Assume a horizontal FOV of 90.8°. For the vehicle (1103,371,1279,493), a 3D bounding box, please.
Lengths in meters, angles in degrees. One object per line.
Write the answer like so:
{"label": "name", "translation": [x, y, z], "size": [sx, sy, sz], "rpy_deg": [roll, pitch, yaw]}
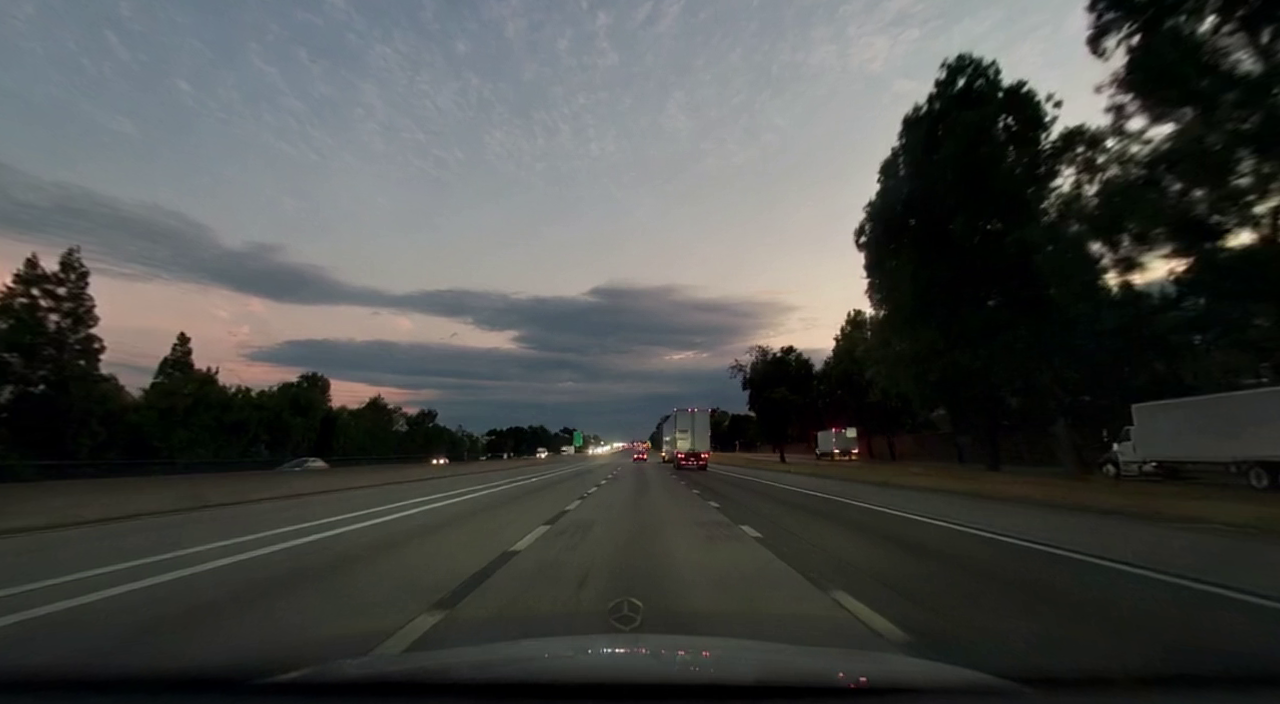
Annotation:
{"label": "vehicle", "translation": [21.040, 2.796, 21.469], "size": [2.926, 3.647, 10.810], "rpy_deg": [-1, -9, 4]}
